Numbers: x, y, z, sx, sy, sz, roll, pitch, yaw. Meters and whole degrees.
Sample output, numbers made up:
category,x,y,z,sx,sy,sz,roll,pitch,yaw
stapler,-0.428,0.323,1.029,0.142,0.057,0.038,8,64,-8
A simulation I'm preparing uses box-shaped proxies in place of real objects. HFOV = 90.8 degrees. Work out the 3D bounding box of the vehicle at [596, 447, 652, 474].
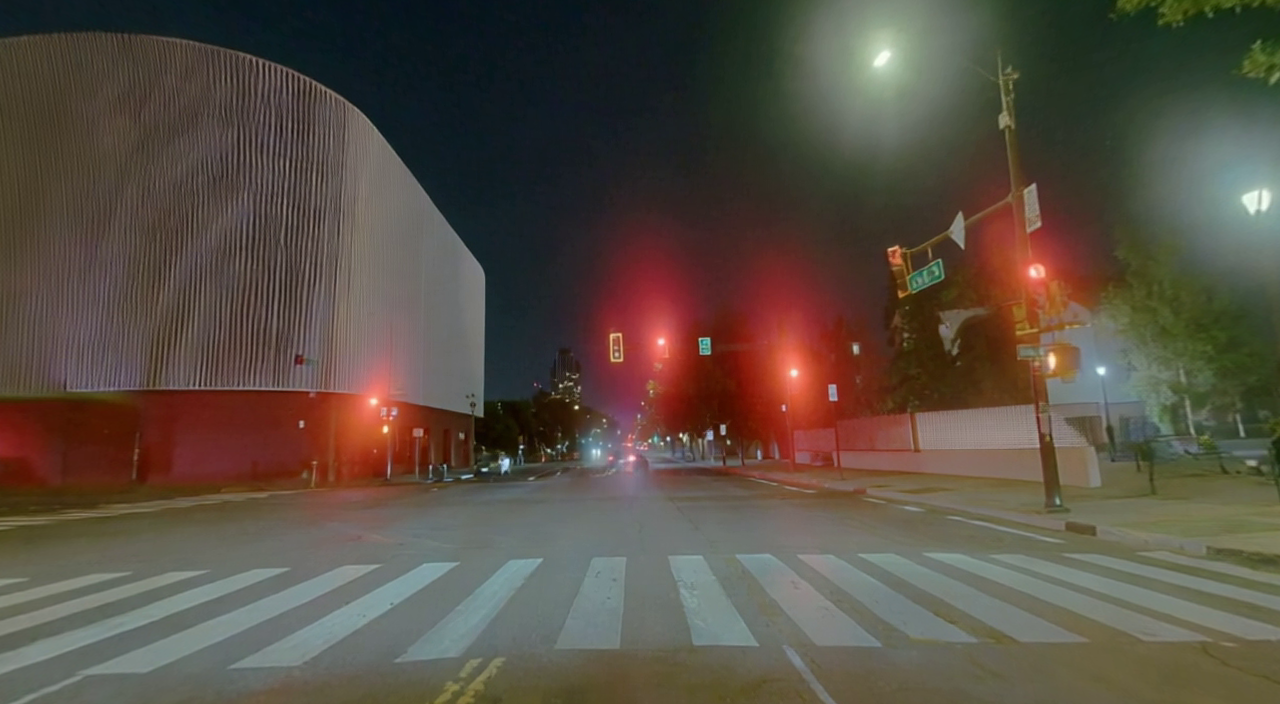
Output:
category,x,y,z,sx,sy,sz,roll,pitch,yaw
vehicle,-0.865,6.404,37.660,2.088,1.452,4.833,-3,-9,15
